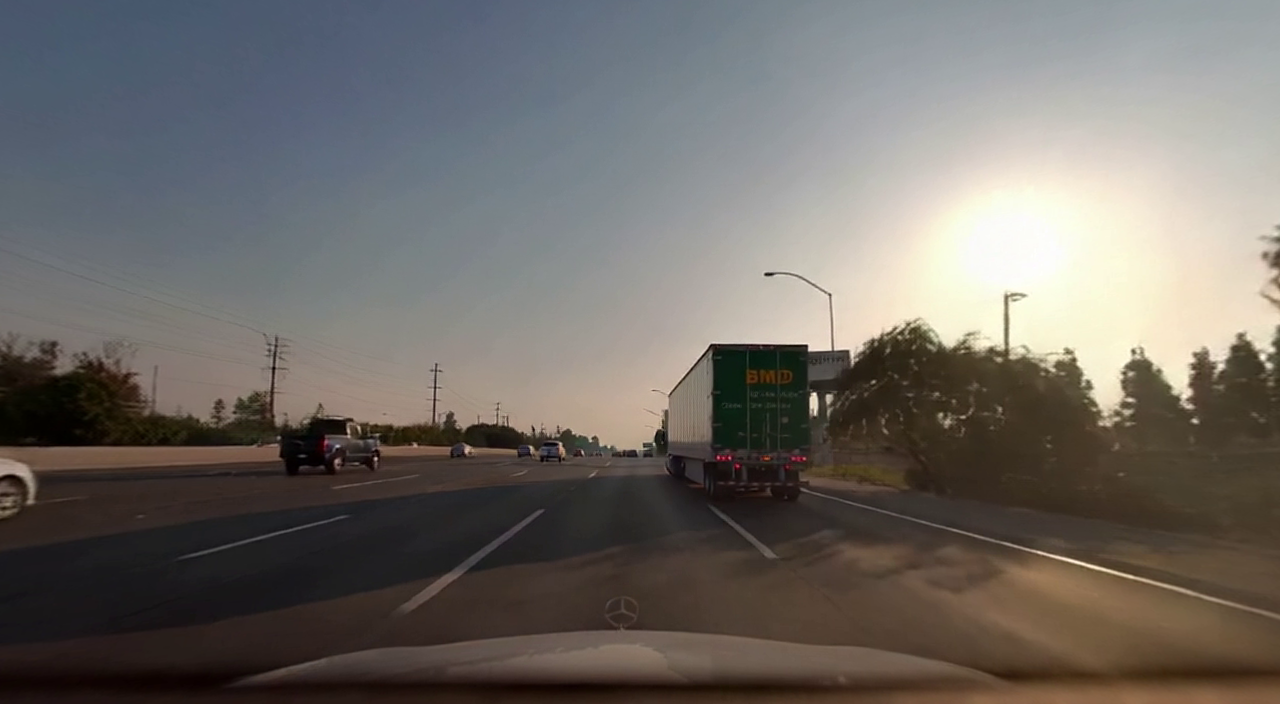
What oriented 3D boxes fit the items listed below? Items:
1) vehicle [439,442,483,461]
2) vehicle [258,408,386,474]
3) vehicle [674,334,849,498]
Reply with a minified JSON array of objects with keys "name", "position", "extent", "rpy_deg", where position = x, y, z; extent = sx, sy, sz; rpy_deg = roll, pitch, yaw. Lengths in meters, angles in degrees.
[{"name":"vehicle","position":[-14.021,7.816,49.683],"extent":[2.067,1.398,4.863],"rpy_deg":[0,-8,-1]},{"name":"vehicle","position":[-13.838,3.986,28.080],"extent":[2.307,2.571,6.260],"rpy_deg":[0,-8,1]},{"name":"vehicle","position":[3.300,2.628,22.723],"extent":[2.891,3.944,15.051],"rpy_deg":[0,-8,-2]}]
